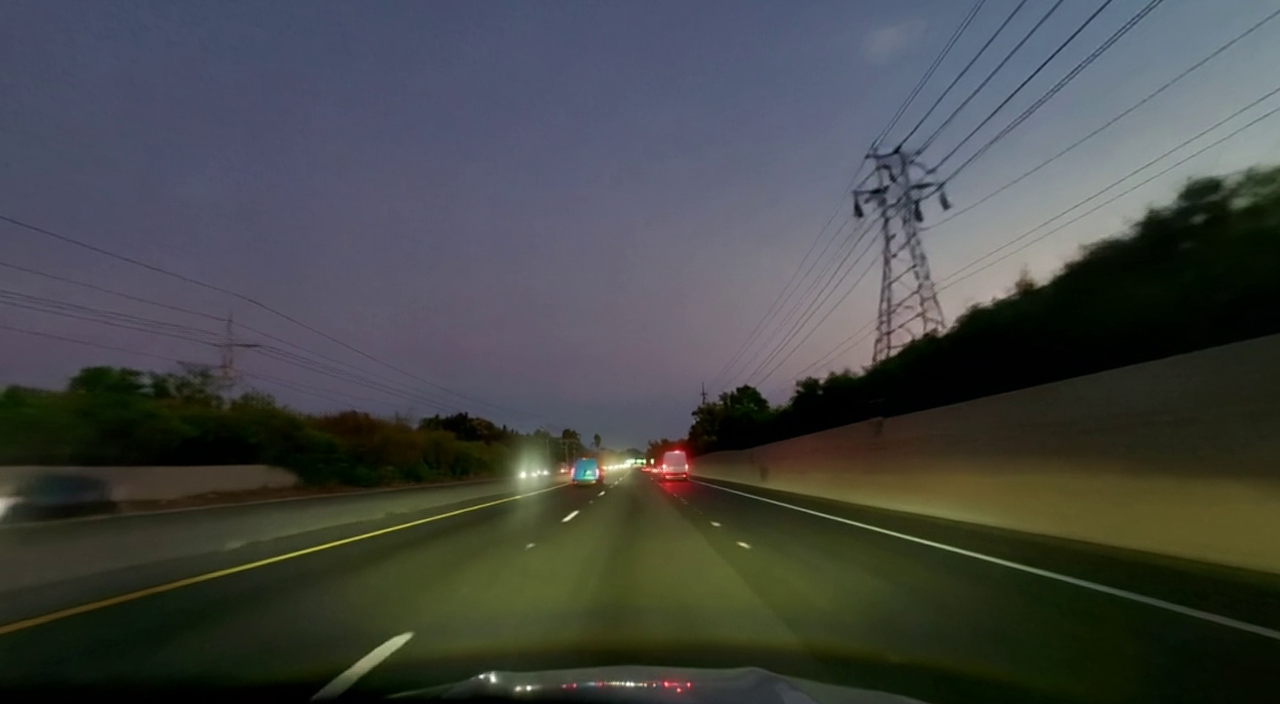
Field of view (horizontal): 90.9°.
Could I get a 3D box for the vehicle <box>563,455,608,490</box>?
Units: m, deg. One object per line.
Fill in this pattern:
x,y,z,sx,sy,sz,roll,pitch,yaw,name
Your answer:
-3.345,7.529,39.555,2.324,2.008,4.654,1,-11,0,vehicle
